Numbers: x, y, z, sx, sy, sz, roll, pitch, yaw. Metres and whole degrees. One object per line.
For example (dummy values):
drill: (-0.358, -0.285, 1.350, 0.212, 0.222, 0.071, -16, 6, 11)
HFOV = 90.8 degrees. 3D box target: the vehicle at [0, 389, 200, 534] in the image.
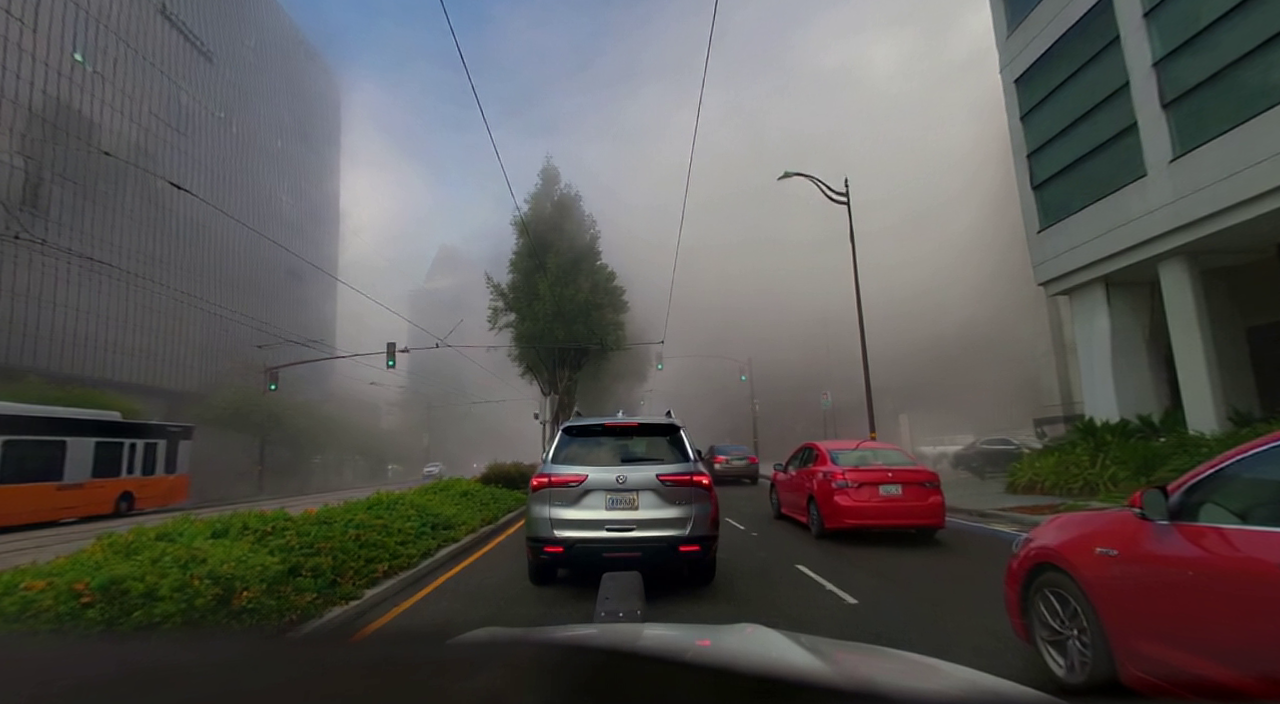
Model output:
vehicle: (-19.759, 3.630, 20.247, 3.393, 4.045, 11.306, -5, -10, -1)

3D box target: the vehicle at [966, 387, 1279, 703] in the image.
vehicle: (3.136, 0.824, 1.847, 1.993, 1.480, 4.324, 0, -8, -1)

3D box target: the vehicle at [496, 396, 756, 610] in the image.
vehicle: (-0.190, 1.579, 7.518, 2.178, 1.779, 4.255, 0, -8, -2)

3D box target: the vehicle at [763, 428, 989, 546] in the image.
vehicle: (3.633, 2.156, 10.766, 2.128, 1.582, 4.188, 0, -8, -2)
